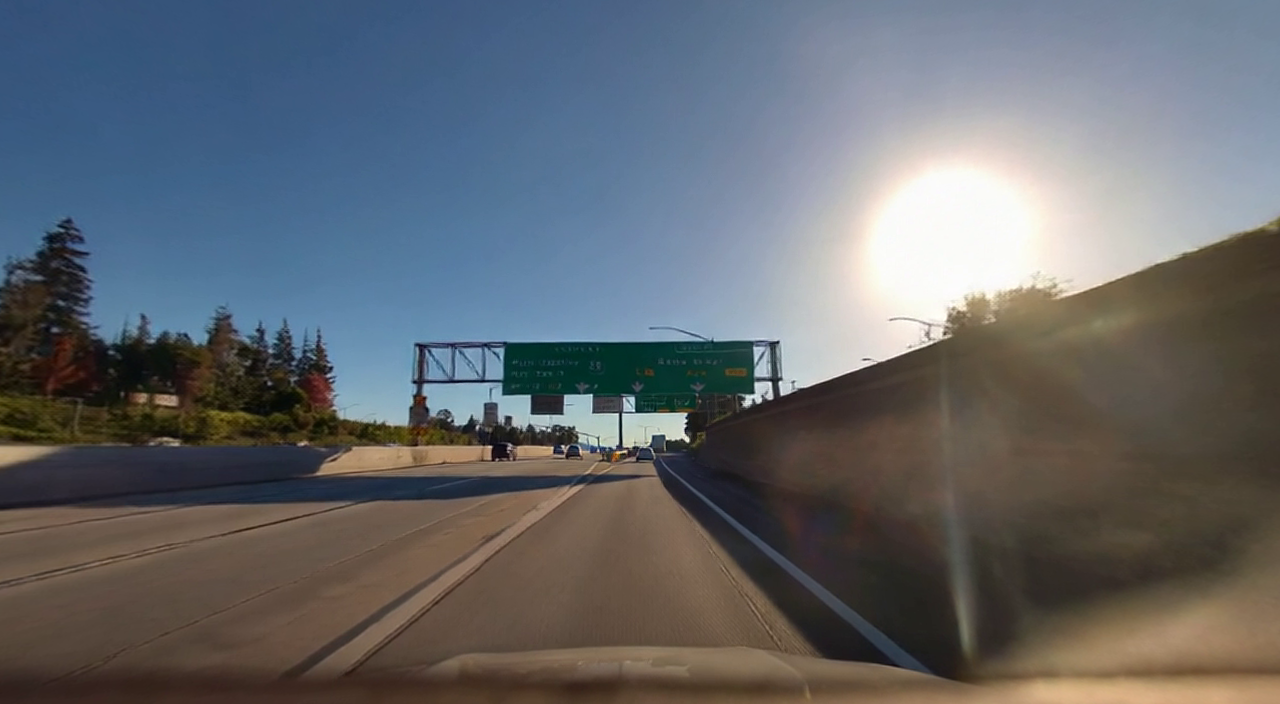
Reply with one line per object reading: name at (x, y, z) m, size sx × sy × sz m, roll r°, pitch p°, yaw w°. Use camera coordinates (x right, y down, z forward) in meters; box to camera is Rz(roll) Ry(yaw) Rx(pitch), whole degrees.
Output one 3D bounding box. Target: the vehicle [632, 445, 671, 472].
vehicle at (0.611, 6.103, 36.442) m, size 2.137 × 1.461 × 3.999 m, roll 0°, pitch -8°, yaw 0°
